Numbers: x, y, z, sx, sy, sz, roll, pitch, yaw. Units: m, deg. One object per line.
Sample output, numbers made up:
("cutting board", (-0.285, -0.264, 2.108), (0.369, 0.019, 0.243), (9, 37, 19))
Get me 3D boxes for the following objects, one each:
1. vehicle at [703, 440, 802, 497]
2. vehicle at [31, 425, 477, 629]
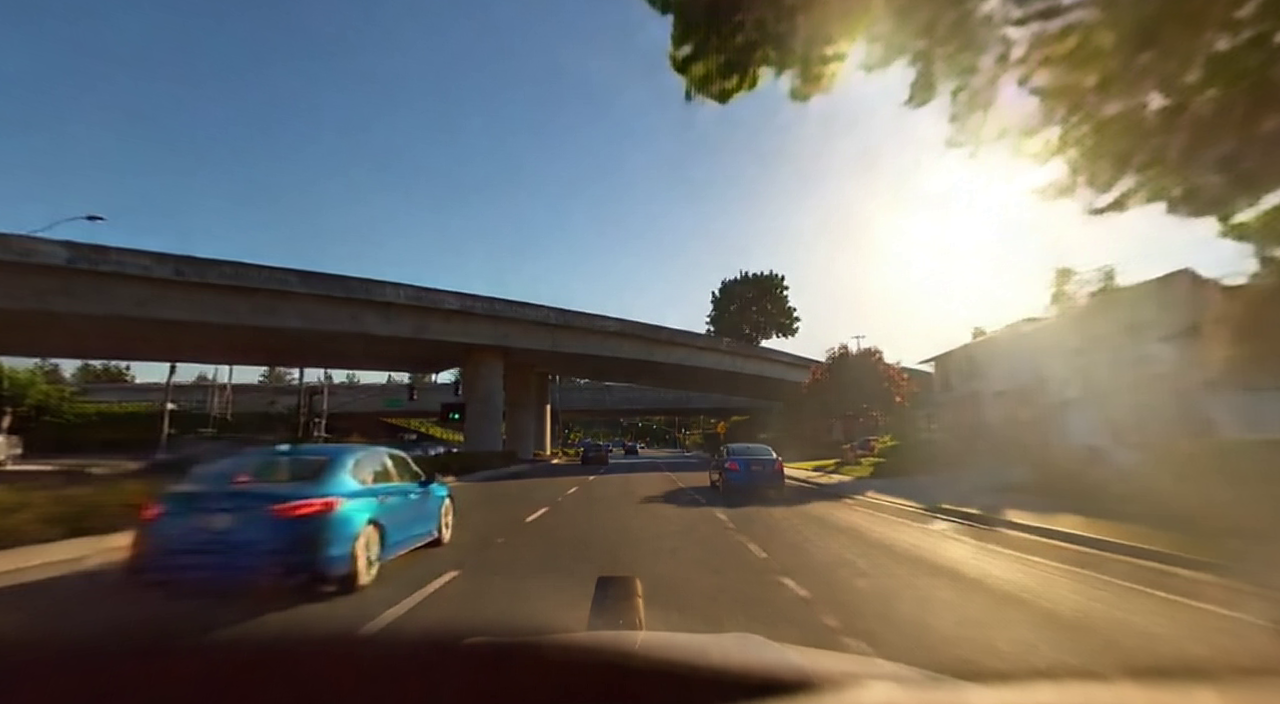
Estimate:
("vehicle", (3.227, 3.426, 19.067), (2.068, 1.497, 4.247), (0, -8, -2))
("vehicle", (-3.423, 1.613, 6.919), (2.060, 1.484, 4.417), (0, -8, 1))
